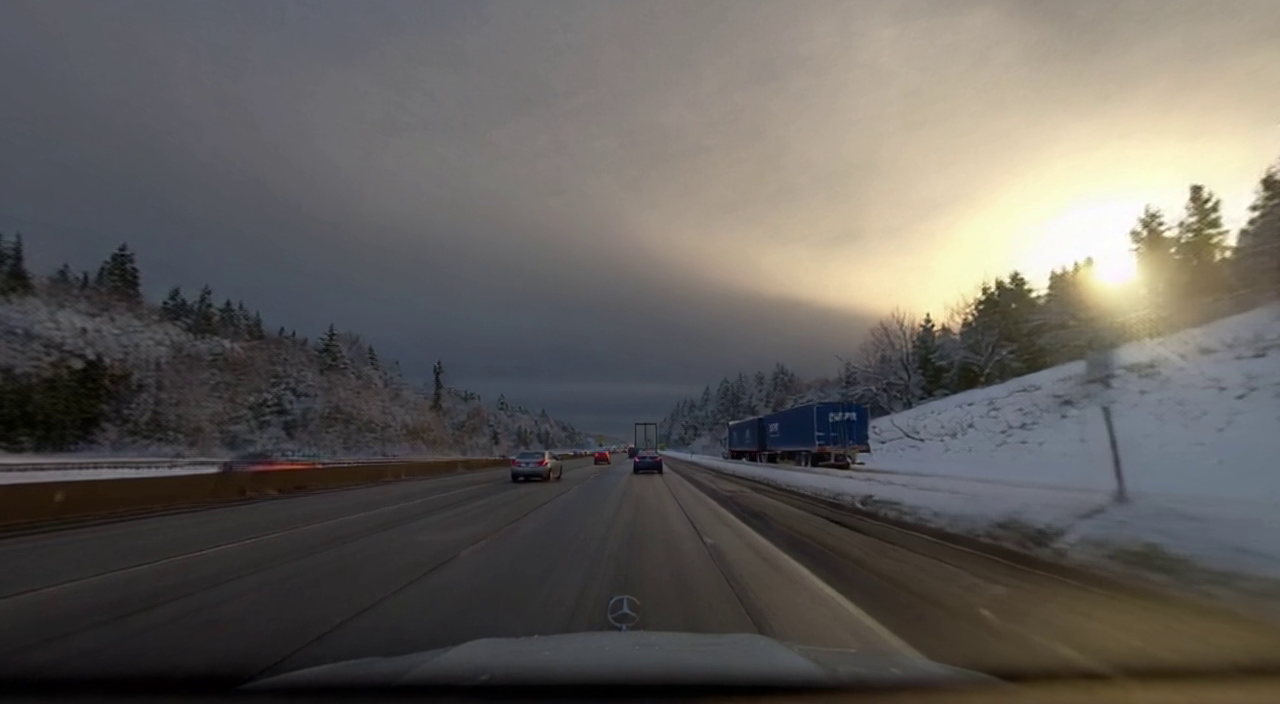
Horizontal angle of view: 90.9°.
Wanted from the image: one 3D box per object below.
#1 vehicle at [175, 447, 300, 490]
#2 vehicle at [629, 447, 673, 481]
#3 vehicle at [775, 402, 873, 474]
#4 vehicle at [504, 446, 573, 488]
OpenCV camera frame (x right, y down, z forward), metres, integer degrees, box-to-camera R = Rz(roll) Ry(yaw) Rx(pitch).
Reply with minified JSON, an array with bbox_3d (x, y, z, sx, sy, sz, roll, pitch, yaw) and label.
[{"bbox_3d":[-15.949,4.620,25.320,1.952,1.573,4.568,0,-9,0],"label":"vehicle"},{"bbox_3d":[0.486,5.313,30.108,1.991,1.507,3.391,0,-9,-1],"label":"vehicle"},{"bbox_3d":[11.993,5.990,42.954,2.926,4.094,13.856,0,-9,2],"label":"vehicle"},{"bbox_3d":[-3.978,4.603,25.533,2.018,1.504,4.431,0,-9,1],"label":"vehicle"}]
